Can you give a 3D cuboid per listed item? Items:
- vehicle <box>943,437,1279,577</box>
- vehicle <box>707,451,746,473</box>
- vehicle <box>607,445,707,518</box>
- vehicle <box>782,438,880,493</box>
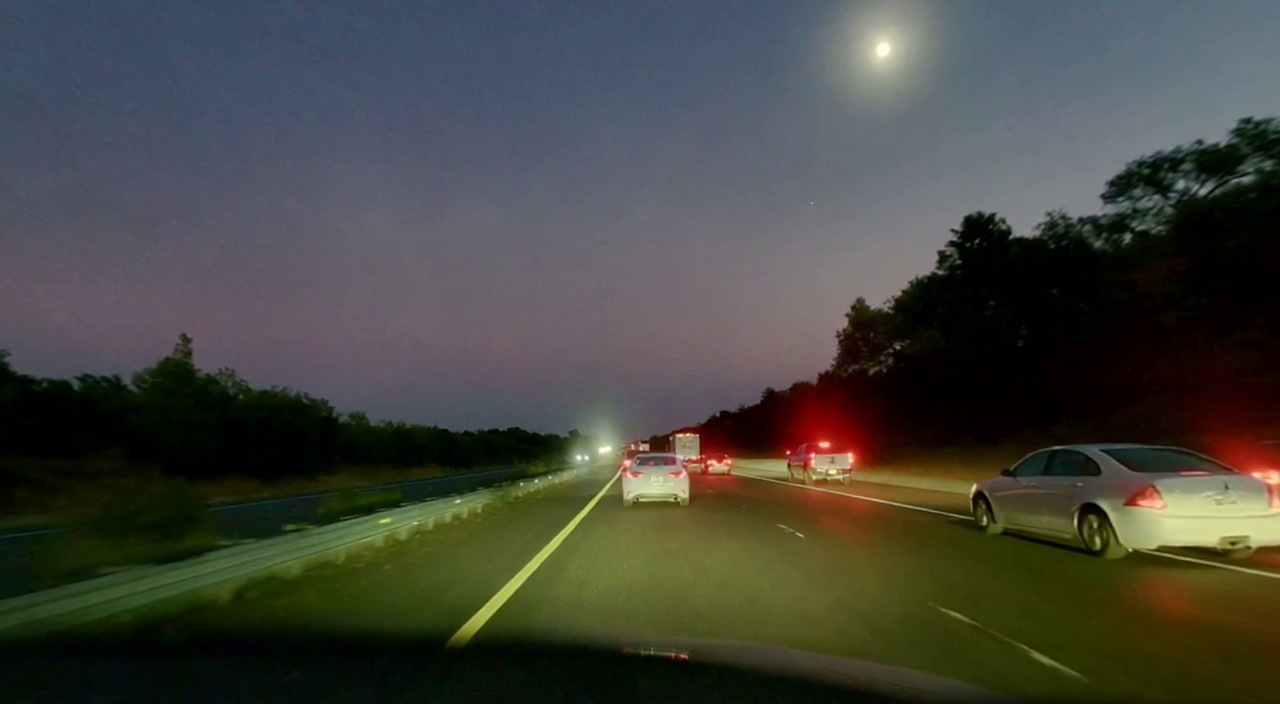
[{"bbox_3d":[6.316,2.003,8.920,1.965,1.484,4.090,0,-9,0],"label":"vehicle"},{"bbox_3d":[6.112,7.779,44.791,1.921,1.451,3.841,0,-9,-5],"label":"vehicle"},{"bbox_3d":[0.324,3.003,15.064,2.076,1.485,3.774,0,-9,-1],"label":"vehicle"},{"bbox_3d":[6.534,3.937,22.067,1.980,1.702,4.235,0,-9,-2],"label":"vehicle"}]
